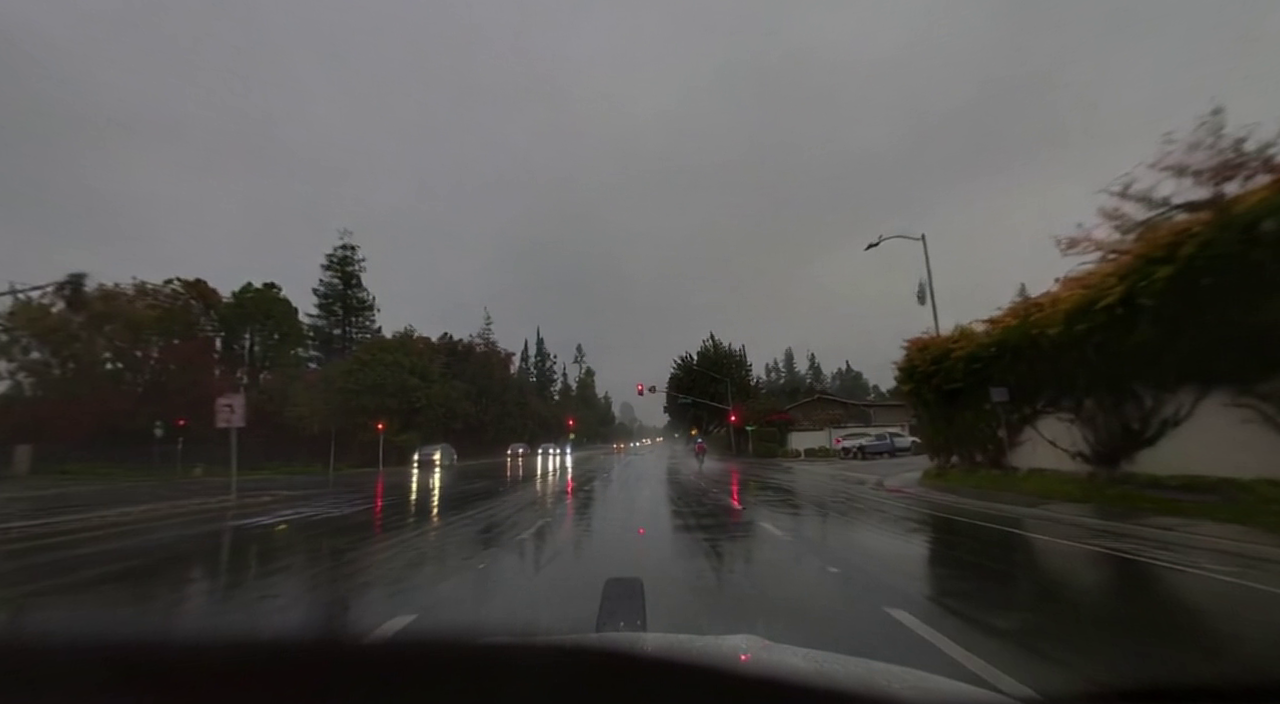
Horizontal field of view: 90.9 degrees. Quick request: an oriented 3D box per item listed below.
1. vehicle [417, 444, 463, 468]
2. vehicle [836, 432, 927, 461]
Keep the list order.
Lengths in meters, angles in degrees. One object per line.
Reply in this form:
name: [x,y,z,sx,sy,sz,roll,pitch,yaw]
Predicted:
vehicle: [-13.834,7.172,43.792,1.879,1.578,3.901,0,-8,1]
vehicle: [15.459,6.077,40.602,4.947,1.771,2.222,0,-8,0]
